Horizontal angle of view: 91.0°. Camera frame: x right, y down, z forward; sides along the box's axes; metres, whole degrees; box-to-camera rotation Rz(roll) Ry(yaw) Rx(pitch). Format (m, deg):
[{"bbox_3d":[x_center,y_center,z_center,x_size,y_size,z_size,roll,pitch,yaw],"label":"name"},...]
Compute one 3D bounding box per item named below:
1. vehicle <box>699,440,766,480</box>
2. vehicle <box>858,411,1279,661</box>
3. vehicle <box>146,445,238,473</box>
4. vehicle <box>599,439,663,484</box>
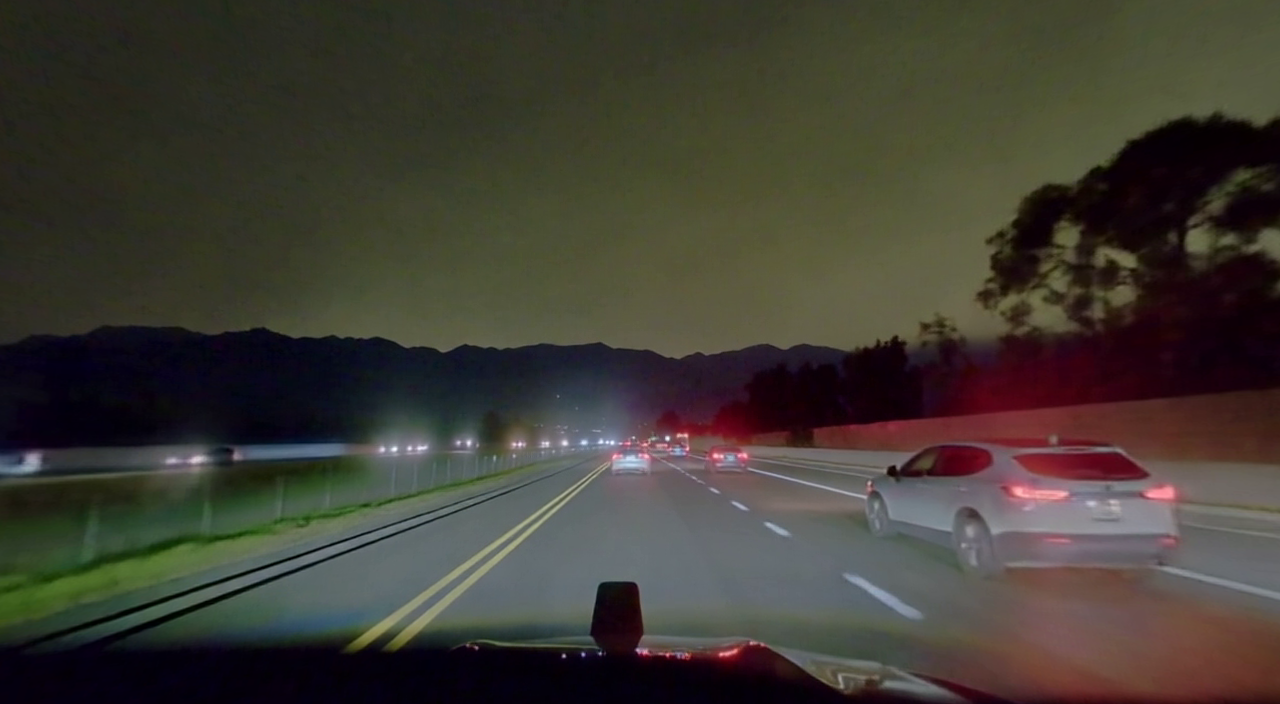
[{"bbox_3d":[3.576,4.273,25.191,1.957,1.447,4.241,0,-8,-1],"label":"vehicle"},{"bbox_3d":[3.860,1.429,6.009,1.949,1.493,4.272,0,-8,-1],"label":"vehicle"},{"bbox_3d":[-24.499,5.849,34.640,1.799,1.459,4.427,0,-9,0],"label":"vehicle"},{"bbox_3d":[-0.329,3.877,22.624,2.085,1.449,3.860,0,-9,-1],"label":"vehicle"}]
